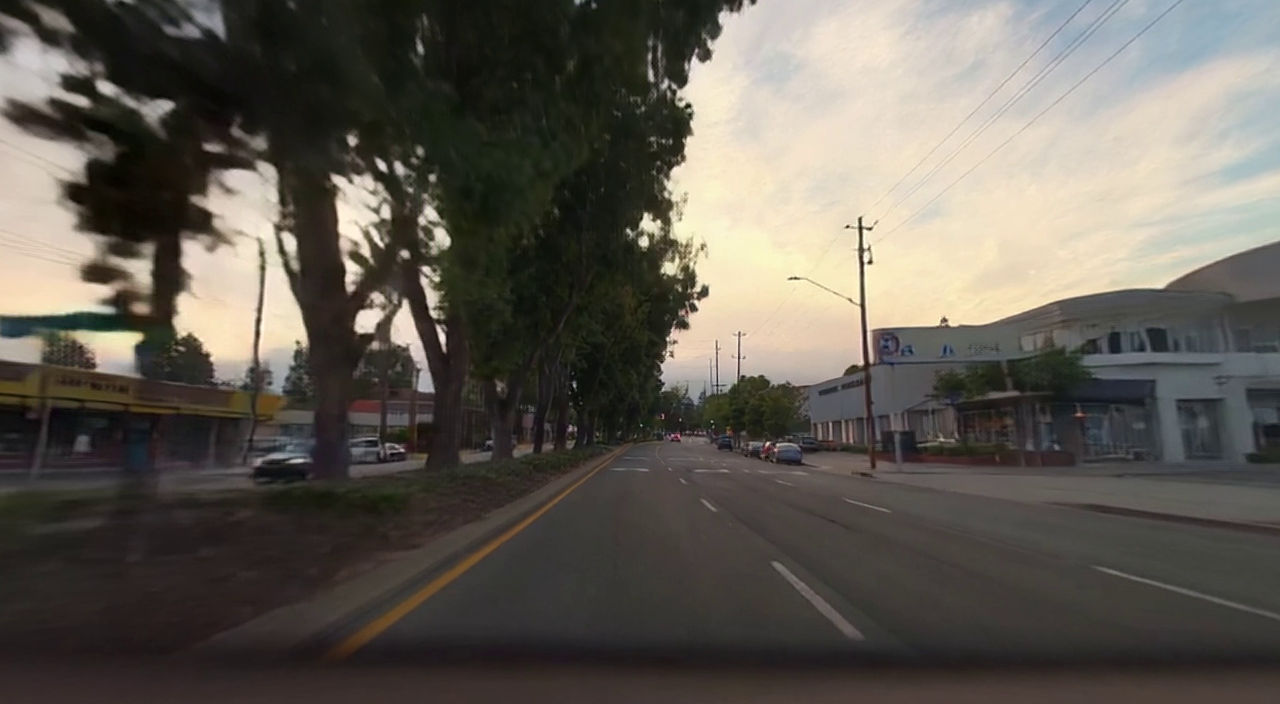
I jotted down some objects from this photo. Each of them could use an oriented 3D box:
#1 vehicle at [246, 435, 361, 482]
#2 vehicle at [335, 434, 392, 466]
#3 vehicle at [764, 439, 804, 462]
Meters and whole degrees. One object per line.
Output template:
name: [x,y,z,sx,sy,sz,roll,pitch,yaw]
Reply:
vehicle: [-12.868,4.089,24.520,2.027,1.647,4.385,0,-9,0]
vehicle: [-19.367,6.908,44.468,1.954,2.000,4.687,-2,-9,0]
vehicle: [10.168,6.981,44.910,1.901,1.586,3.903,0,-9,0]
